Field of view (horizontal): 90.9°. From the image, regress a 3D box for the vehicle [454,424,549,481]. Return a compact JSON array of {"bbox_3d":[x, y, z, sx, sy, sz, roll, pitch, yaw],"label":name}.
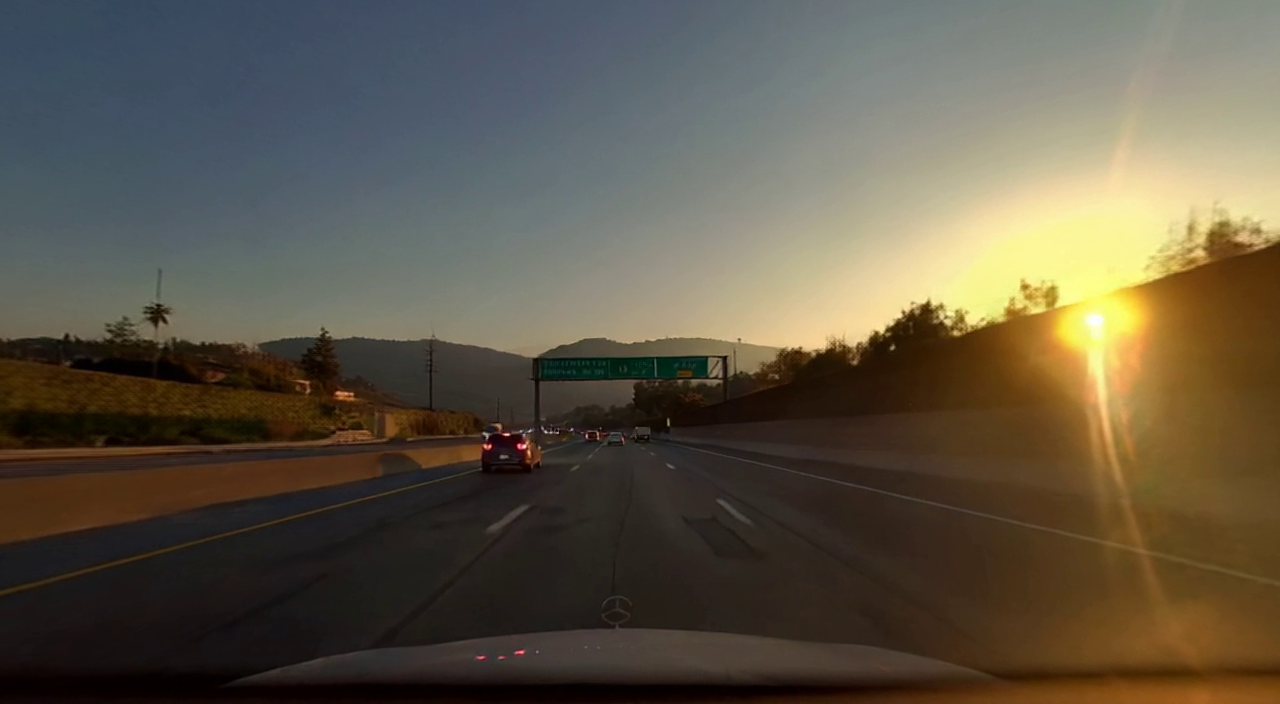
[{"bbox_3d":[-4.197,3.114,19.851,2.062,1.591,4.156,0,-8,0],"label":"vehicle"}]
